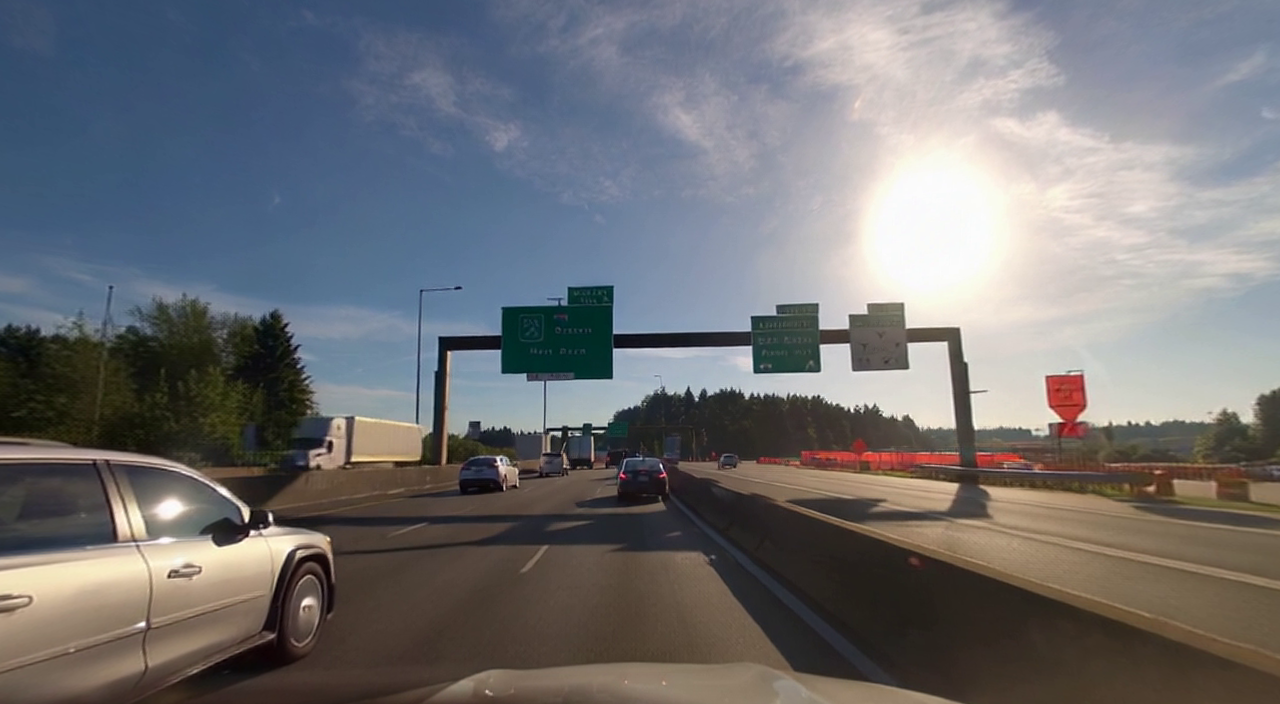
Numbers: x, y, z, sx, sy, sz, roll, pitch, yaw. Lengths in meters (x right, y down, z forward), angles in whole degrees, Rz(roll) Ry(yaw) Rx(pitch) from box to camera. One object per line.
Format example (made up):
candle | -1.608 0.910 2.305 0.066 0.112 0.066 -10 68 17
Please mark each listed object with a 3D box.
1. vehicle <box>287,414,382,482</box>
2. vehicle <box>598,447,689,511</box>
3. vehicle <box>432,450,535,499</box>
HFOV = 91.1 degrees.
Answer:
vehicle | -19.355 6.148 40.273 2.979 3.948 5.862 0 -9 0
vehicle | 0.064 3.201 16.237 2.080 1.451 3.512 0 -9 0
vehicle | -4.941 3.943 20.541 2.063 1.417 4.000 -1 -9 4
